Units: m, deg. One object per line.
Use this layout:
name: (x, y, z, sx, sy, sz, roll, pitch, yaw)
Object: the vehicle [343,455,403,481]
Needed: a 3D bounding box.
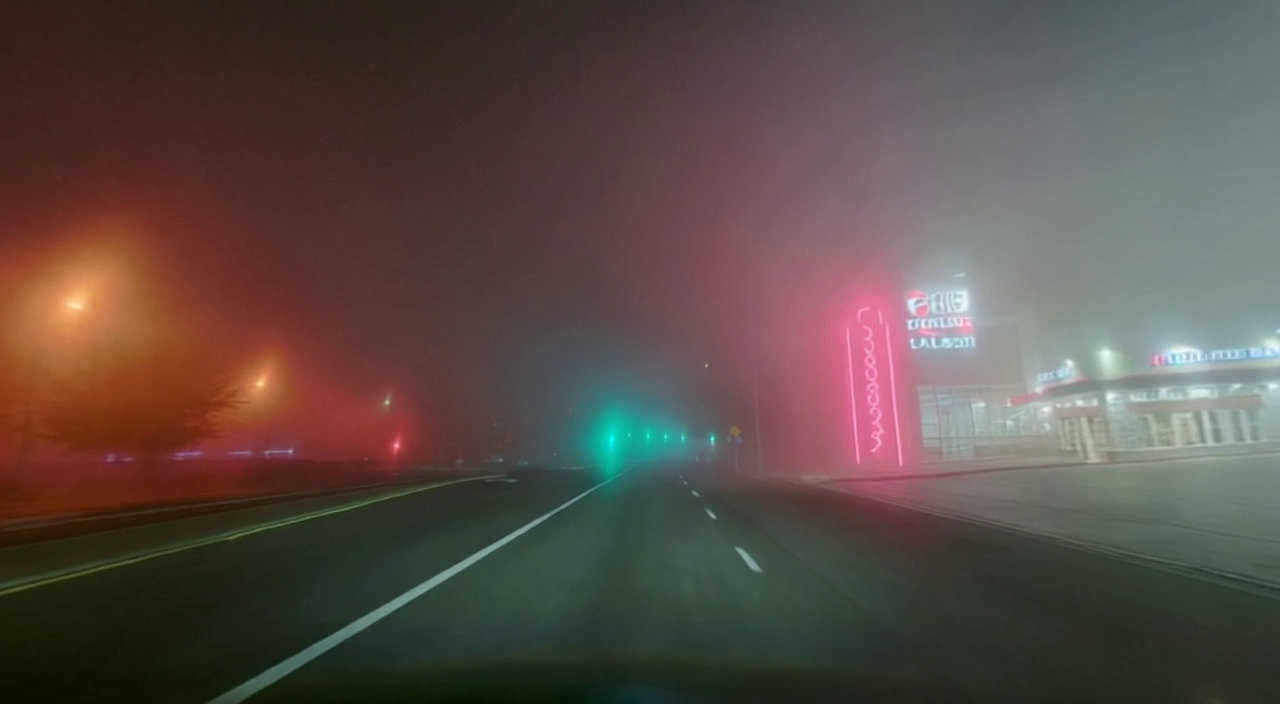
vehicle: (-17.511, 7.589, 41.483, 1.938, 1.465, 4.744, -2, -8, 0)
